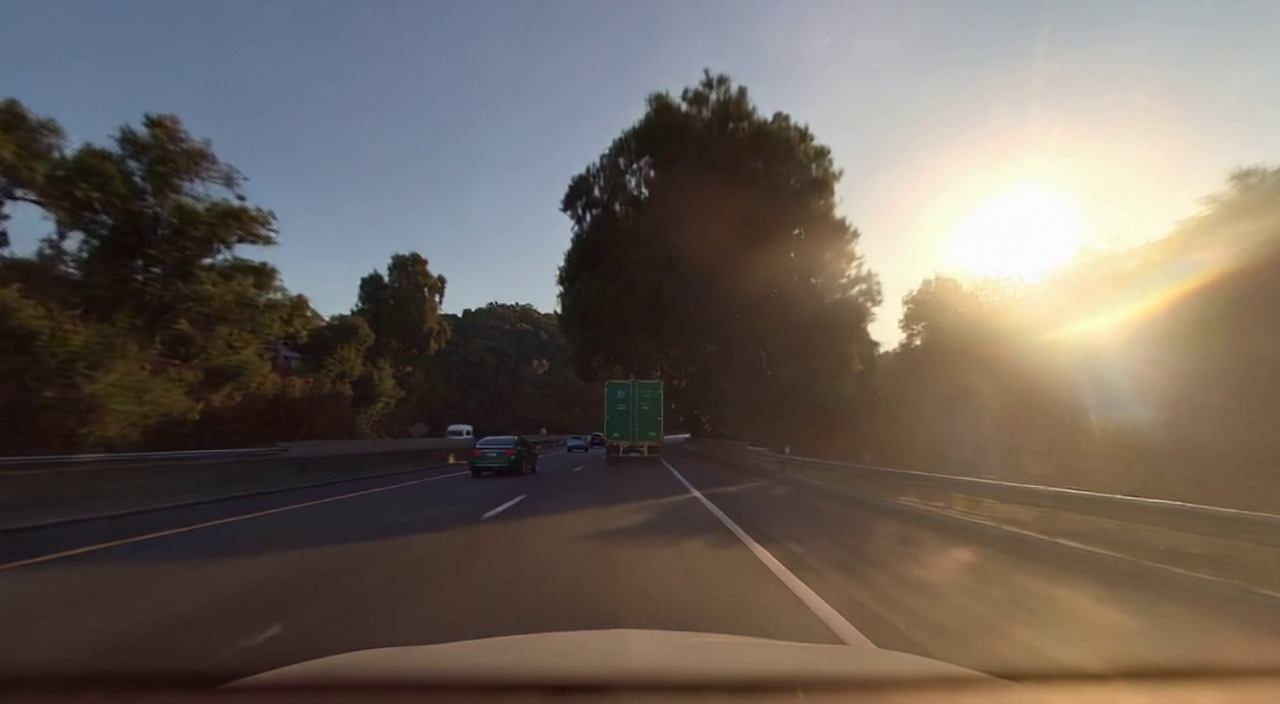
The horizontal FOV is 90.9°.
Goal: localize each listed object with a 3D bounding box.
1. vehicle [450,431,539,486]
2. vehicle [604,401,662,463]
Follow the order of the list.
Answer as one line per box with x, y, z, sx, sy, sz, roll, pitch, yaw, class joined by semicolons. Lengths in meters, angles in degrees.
-4.435;3.289;19.826;1.909;1.520;3.897;0;-8;0;vehicle
-0.272;3.283;25.964;2.319;2.461;1.270;0;-8;0;vehicle
